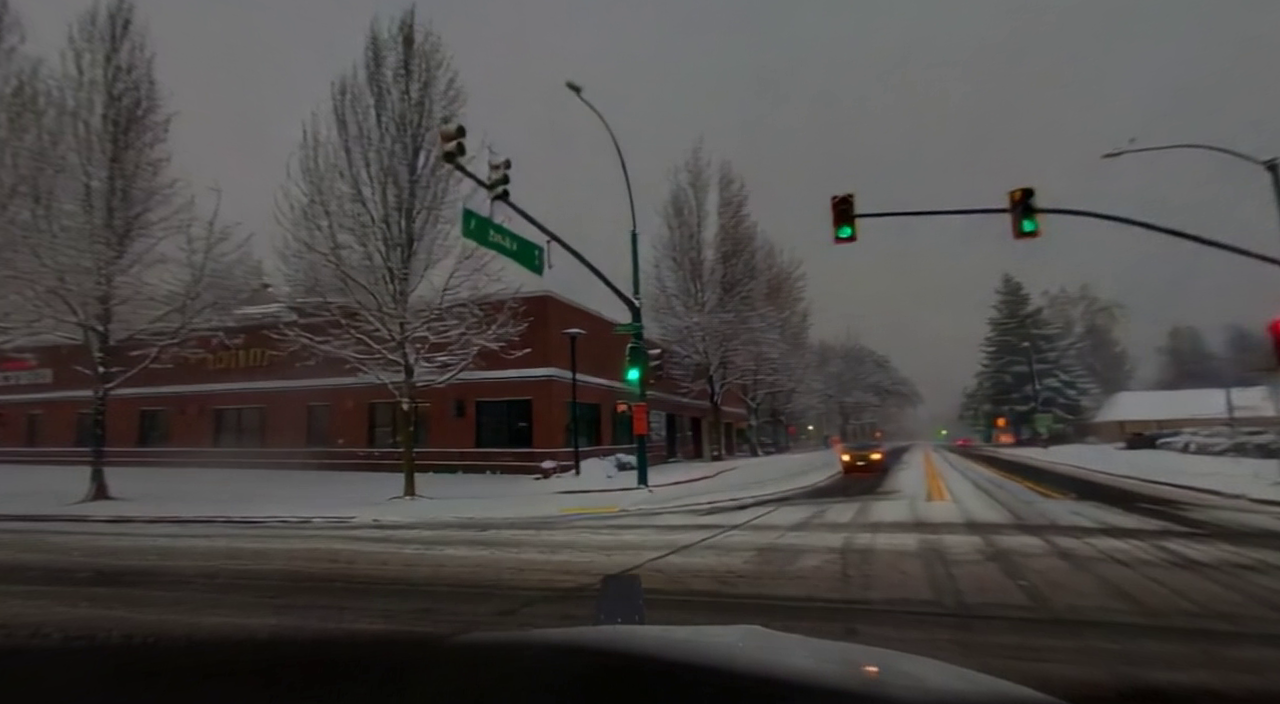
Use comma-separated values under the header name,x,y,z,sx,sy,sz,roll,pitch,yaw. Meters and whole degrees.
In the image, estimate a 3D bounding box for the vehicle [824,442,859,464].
name,x,y,z,sx,sy,sz,roll,pitch,yaw
vehicle,14.455,7.248,44.895,1.964,1.497,3.674,-4,-10,23

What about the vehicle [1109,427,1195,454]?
name,x,y,z,sx,sy,sz,roll,pitch,yaw
vehicle,29.516,5.114,36.220,3.426,1.405,1.553,-5,-9,21
